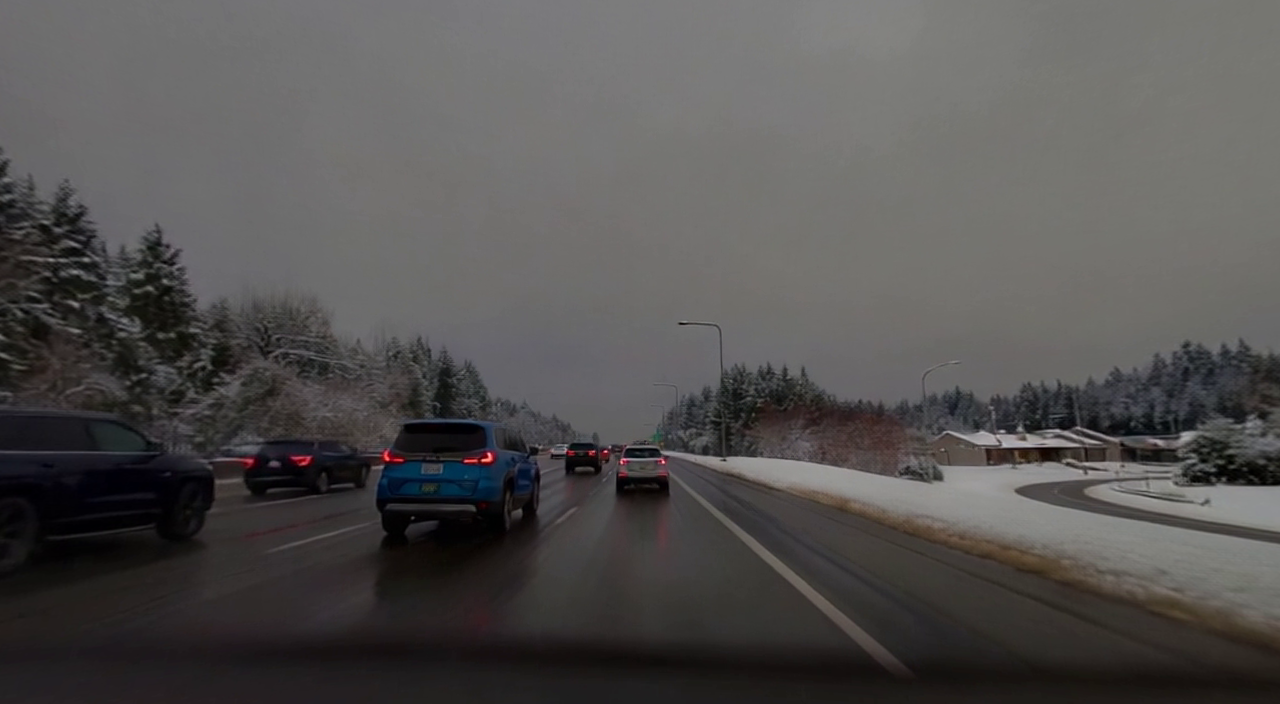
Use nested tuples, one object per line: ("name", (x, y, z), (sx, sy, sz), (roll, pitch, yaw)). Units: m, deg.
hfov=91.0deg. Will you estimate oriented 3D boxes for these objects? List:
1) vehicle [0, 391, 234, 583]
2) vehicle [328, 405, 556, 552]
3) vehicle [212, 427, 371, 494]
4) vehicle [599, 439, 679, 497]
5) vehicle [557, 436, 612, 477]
("vehicle", (-7.214, 1.451, 7.049), (2.162, 1.823, 4.566), (0, -9, 1))
("vehicle", (-2.725, 1.877, 9.903), (2.123, 1.798, 4.108), (0, -9, 2))
("vehicle", (-10.275, 3.236, 19.094), (2.011, 1.751, 4.712), (0, -9, 1))
("vehicle", (-0.067, 3.327, 18.373), (2.068, 1.488, 4.045), (0, -9, -1))
("vehicle", (-2.520, 4.892, 29.688), (2.125, 1.771, 4.721), (0, -9, 0))
